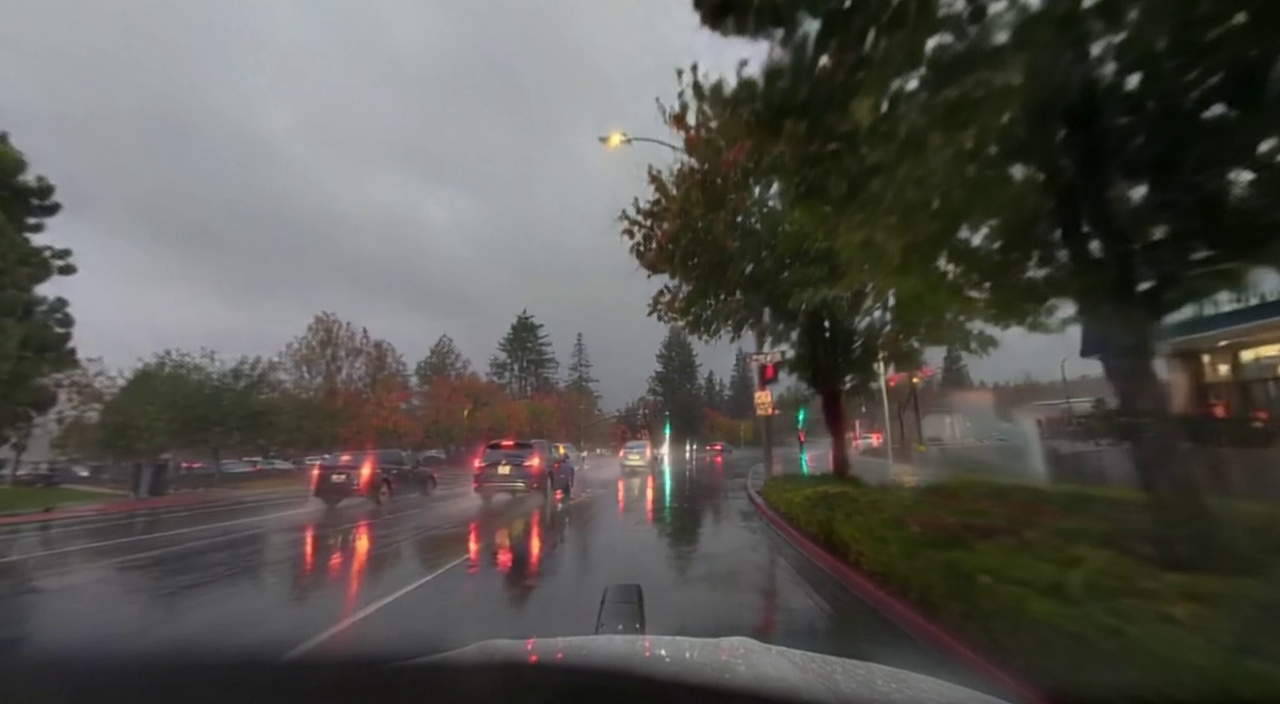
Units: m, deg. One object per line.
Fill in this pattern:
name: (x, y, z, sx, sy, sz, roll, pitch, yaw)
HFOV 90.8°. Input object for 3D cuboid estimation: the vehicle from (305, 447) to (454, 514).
vehicle: (-6.818, 3.366, 17.084, 1.974, 1.558, 3.949, -1, -9, 7)

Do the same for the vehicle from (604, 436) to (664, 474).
vehicle: (-0.217, 5.415, 33.342, 2.167, 1.832, 4.679, -2, -9, 13)

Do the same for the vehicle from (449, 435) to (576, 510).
vehicle: (-3.122, 3.058, 16.473, 2.002, 1.664, 4.113, -1, -9, 7)

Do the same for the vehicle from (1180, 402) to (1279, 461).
vehicle: (20.875, 2.782, 21.753, 4.982, 1.789, 2.303, 6, -11, -38)
